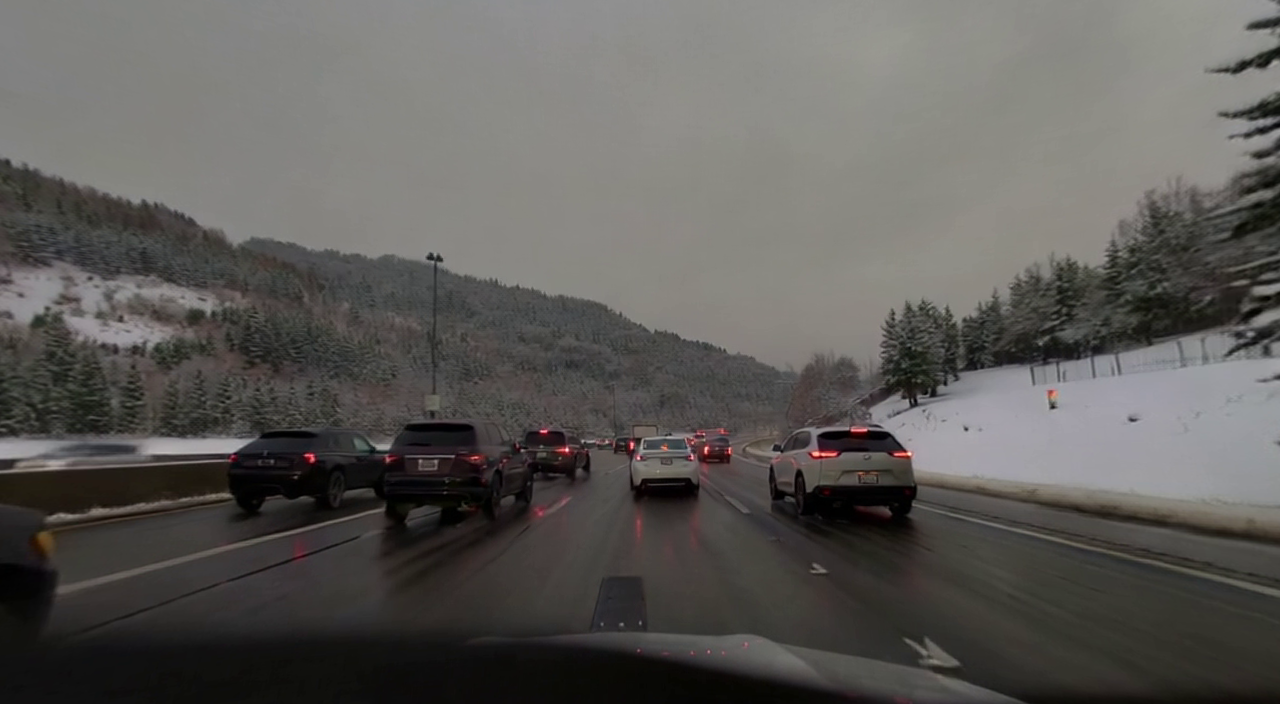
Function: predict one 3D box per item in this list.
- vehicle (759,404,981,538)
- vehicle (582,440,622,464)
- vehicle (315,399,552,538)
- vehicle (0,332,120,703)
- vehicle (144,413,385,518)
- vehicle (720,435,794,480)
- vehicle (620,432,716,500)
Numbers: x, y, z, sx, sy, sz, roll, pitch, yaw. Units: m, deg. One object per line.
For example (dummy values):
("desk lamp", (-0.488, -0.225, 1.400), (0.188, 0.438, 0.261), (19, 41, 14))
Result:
("vehicle", (3.481, 1.906, 10.688), (2.046, 1.765, 4.534), (0, -8, 0))
("vehicle", (-2.272, 6.113, 38.664), (1.973, 1.378, 3.677), (-1, -8, 4))
("vehicle", (-3.228, 1.987, 11.440), (2.301, 1.902, 5.374), (0, -8, 2))
("vehicle", (-3.604, 0.541, 0.728), (2.179, 1.723, 4.410), (0, -8, 1))
("vehicle", (-7.476, 2.308, 13.347), (2.017, 1.810, 4.782), (0, -8, 2))
("vehicle", (4.157, 3.832, 23.135), (1.930, 1.474, 4.376), (0, -8, 1))
("vehicle", (0.651, 2.820, 16.022), (2.105, 1.471, 4.349), (0, -8, 1))
